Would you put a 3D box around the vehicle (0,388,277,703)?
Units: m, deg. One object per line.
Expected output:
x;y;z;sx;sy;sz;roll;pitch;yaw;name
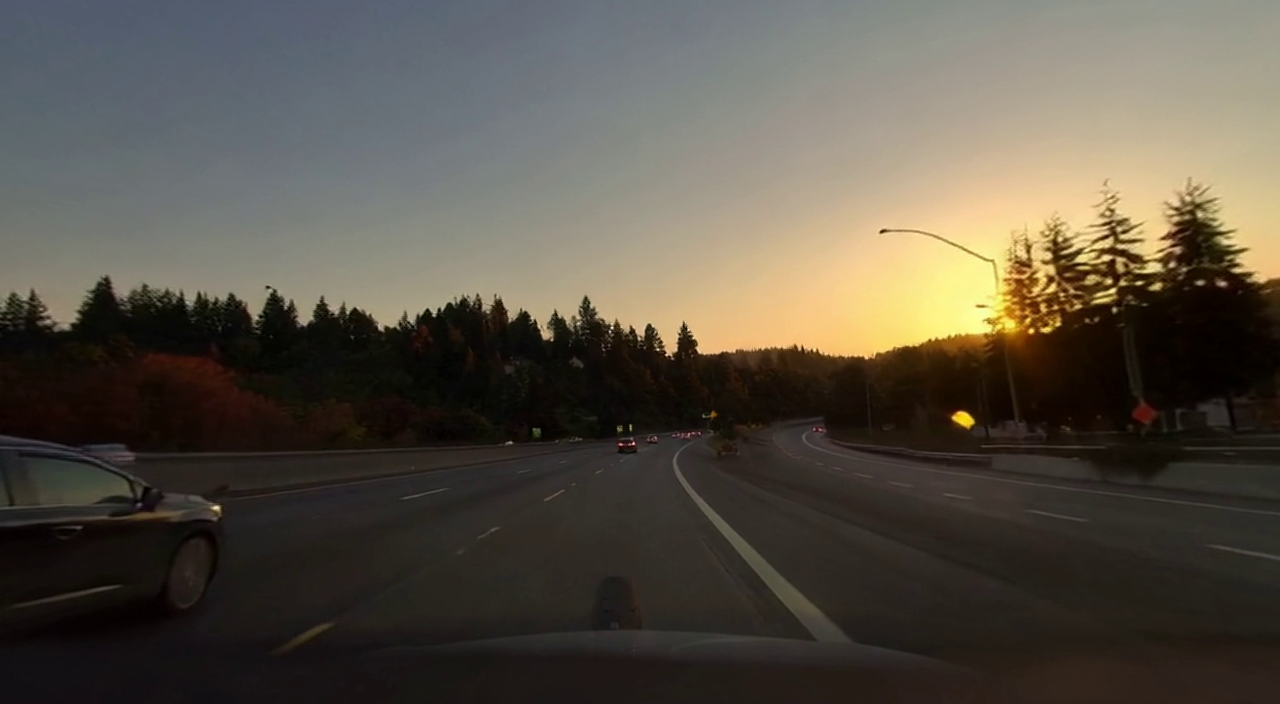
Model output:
-3.760;0.862;2.201;1.984;1.553;5.065;0;-9;0;vehicle
